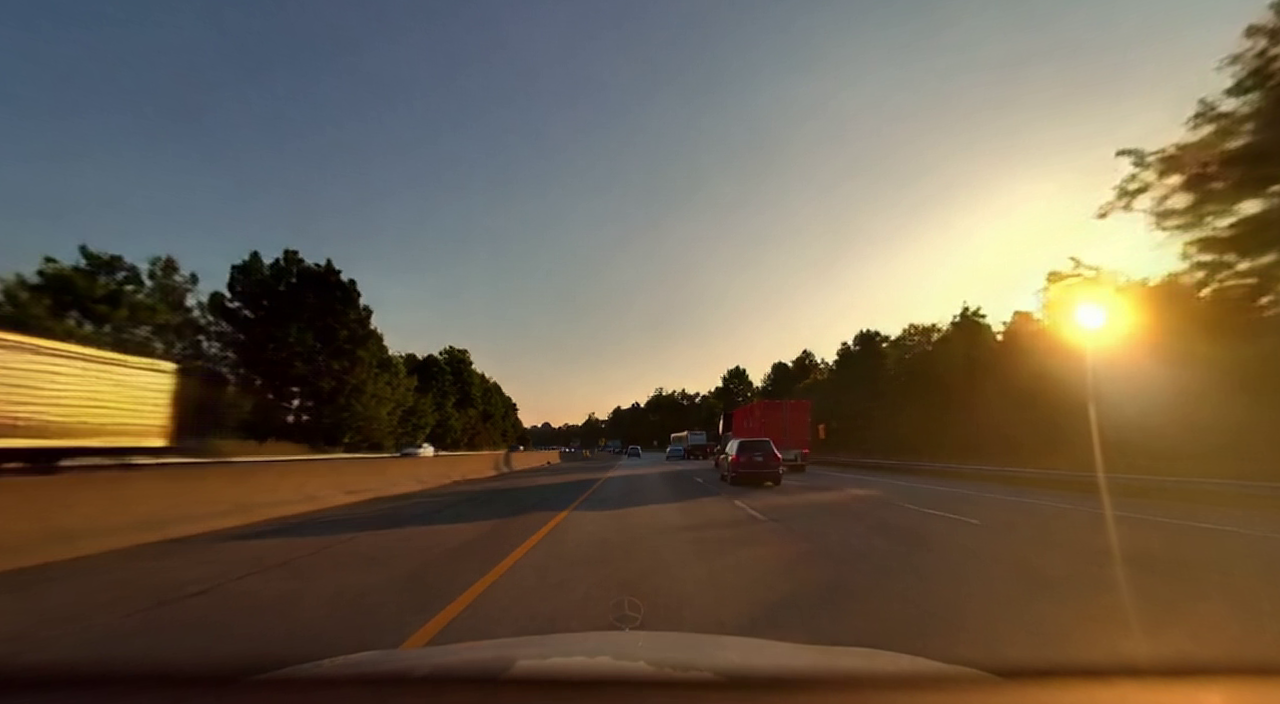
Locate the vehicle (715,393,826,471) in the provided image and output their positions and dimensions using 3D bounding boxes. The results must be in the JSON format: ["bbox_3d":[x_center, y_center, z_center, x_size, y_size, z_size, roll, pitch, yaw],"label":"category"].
[{"bbox_3d":[7.798,5.446,41.311,3.441,4.016,16.812,0,-9,-1],"label":"vehicle"}]

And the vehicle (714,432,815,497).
[{"bbox_3d":[3.471,3.234,18.416,2.022,1.658,4.132,0,-9,-1],"label":"vehicle"}]

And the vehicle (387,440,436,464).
[{"bbox_3d":[-15.643,6.864,43.311,1.865,1.532,3.932,0,-9,0],"label":"vehicle"}]
